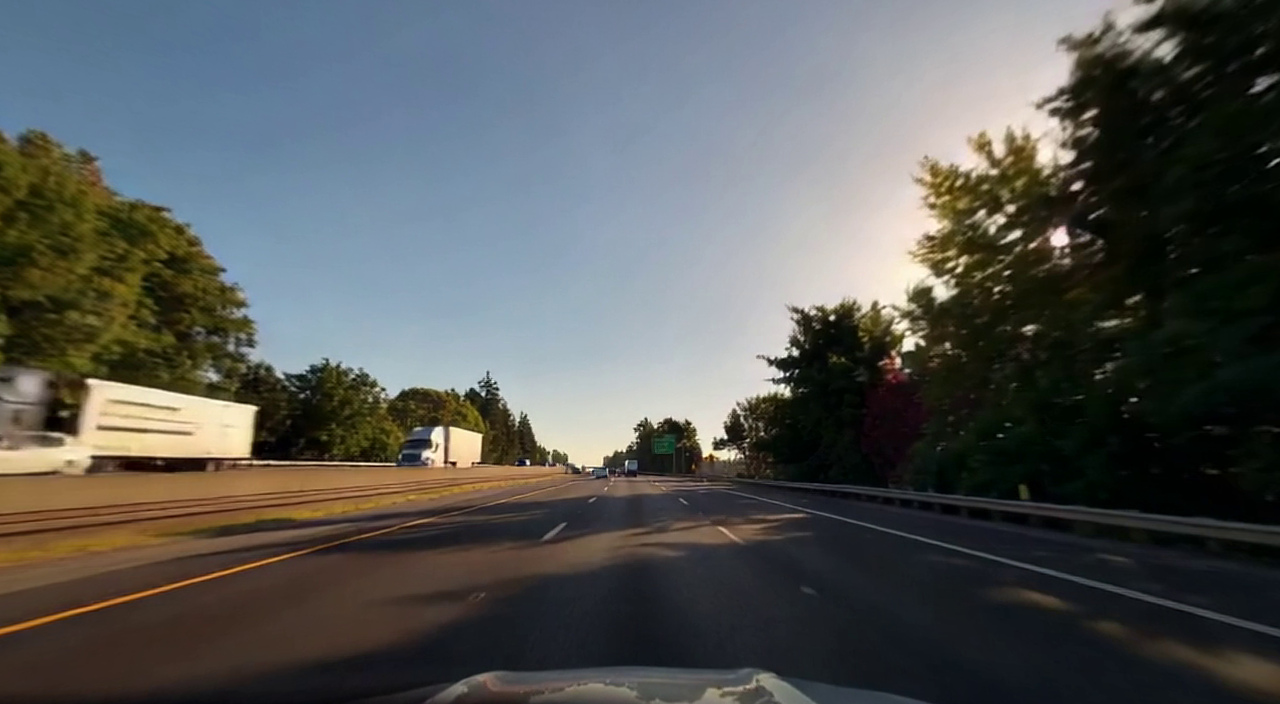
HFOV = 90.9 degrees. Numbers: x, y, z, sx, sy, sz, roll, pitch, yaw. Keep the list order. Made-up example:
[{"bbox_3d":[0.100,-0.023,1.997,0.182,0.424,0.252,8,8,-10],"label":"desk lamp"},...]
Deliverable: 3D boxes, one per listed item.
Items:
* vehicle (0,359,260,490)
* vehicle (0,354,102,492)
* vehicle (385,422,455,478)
[{"bbox_3d":[-19.854,3.176,24.153,2.745,3.746,12.715,1,-10,-1],"label":"vehicle"},{"bbox_3d":[-19.715,2.054,18.155,2.969,3.859,5.793,1,-10,-1],"label":"vehicle"},{"bbox_3d":[-16.288,7.404,47.208,2.975,3.883,5.859,1,-11,0],"label":"vehicle"}]
